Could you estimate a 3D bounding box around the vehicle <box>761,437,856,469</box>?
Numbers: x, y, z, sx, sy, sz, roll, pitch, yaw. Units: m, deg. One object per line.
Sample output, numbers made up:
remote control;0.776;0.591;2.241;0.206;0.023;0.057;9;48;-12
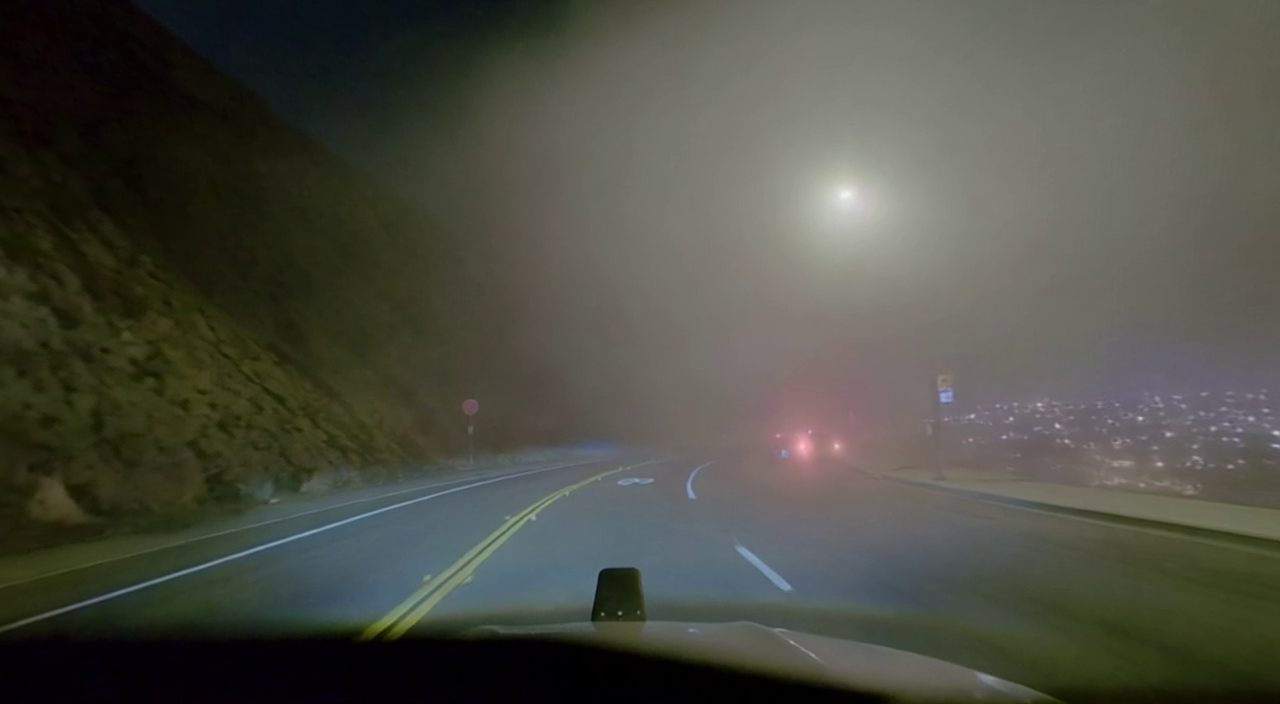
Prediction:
vehicle;9.036;5.345;33.785;4.963;1.585;2.155;5;-9;-34
